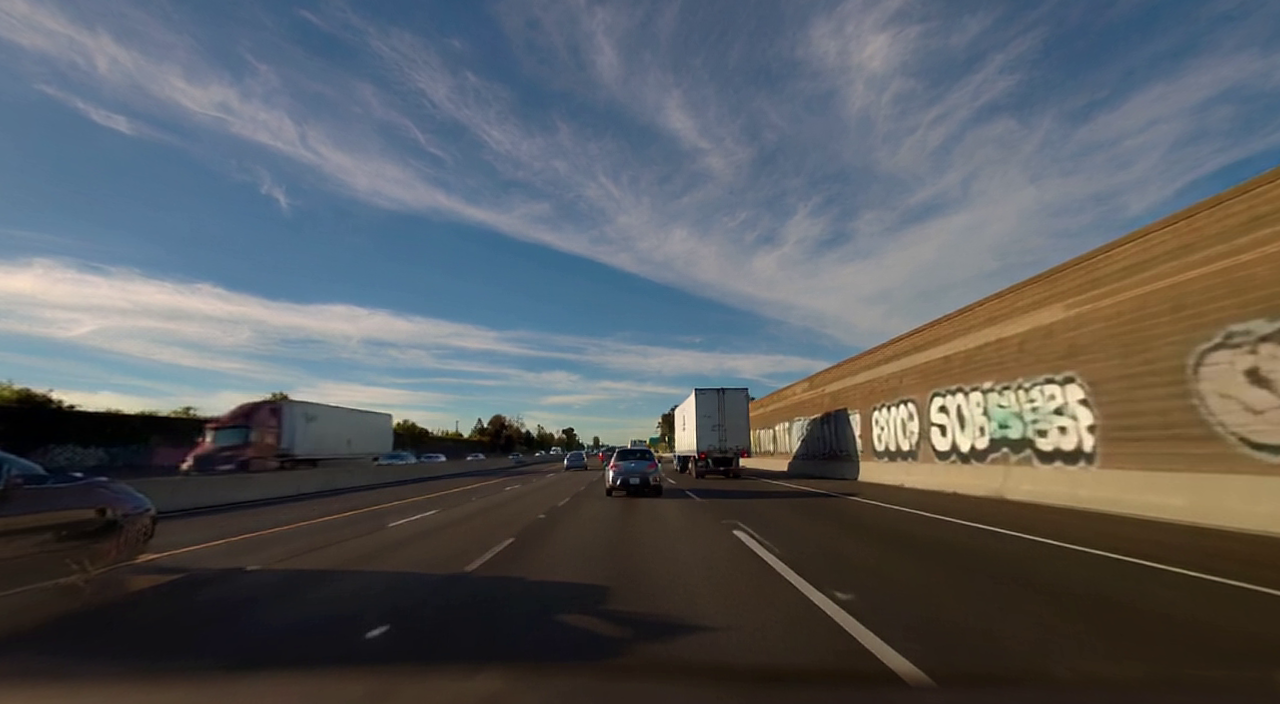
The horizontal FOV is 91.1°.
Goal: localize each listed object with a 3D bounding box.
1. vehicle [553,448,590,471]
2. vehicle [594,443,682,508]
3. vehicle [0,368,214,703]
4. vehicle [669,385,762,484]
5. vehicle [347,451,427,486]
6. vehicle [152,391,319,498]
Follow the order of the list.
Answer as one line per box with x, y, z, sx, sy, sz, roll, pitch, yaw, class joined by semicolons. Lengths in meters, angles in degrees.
-4.692;7.425;43.517;2.067;1.481;4.085;-1;-9;1;vehicle
-0.099;3.186;16.643;2.033;1.468;4.015;0;-9;-2;vehicle
-4.312;0.855;2.478;1.988;1.750;4.711;0;-9;-1;vehicle
3.425;4.474;33.169;2.902;4.014;14.446;0;-9;-1;vehicle
-12.024;5.564;30.270;1.985;1.486;4.568;0;-9;0;vehicle
-16.523;3.861;26.326;3.007;3.926;5.826;0;-9;-1;vehicle
